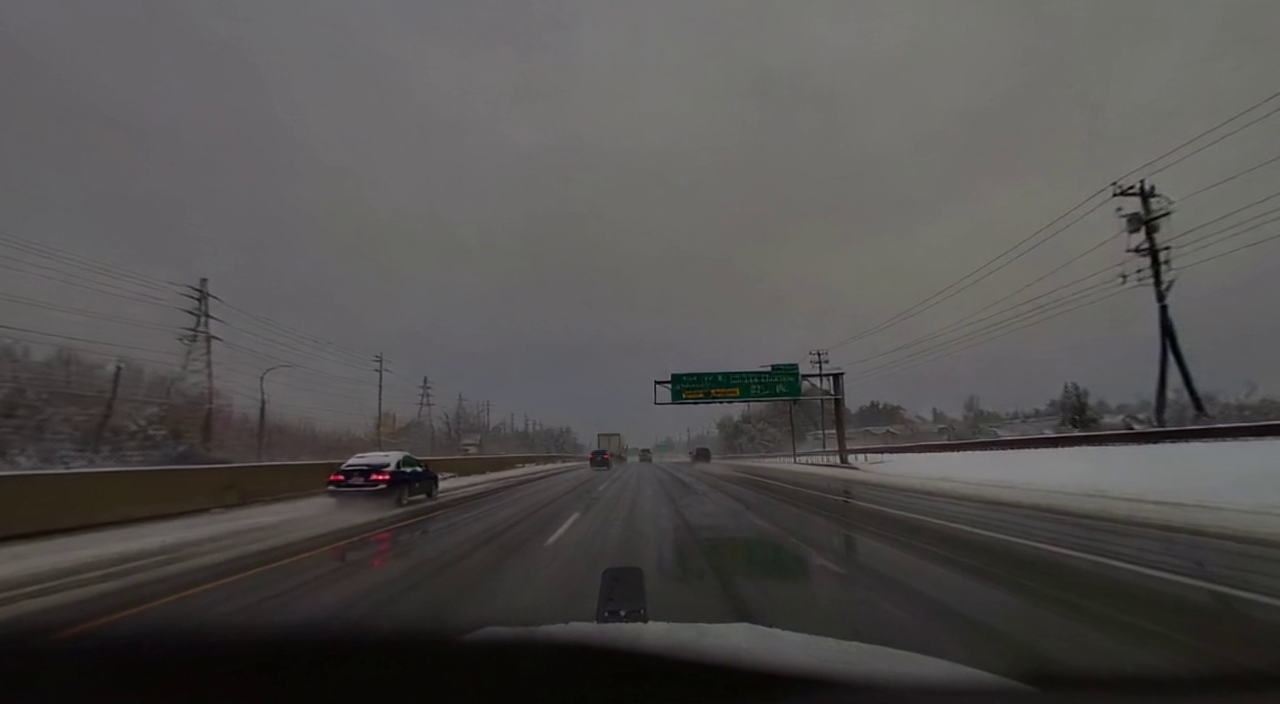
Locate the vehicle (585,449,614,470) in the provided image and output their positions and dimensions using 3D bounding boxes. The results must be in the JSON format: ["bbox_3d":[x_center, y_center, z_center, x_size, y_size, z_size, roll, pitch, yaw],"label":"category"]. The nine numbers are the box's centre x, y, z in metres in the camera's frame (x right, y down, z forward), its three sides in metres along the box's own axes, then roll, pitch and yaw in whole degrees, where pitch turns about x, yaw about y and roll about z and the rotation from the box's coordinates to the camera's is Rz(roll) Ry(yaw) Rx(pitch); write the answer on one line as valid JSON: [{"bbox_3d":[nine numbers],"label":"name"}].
[{"bbox_3d":[-3.084,8.262,48.577,2.004,1.498,4.043,0,-9,0],"label":"vehicle"}]

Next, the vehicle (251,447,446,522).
[{"bbox_3d":[-6.476,2.984,14.844,2.127,1.446,5.008,0,-9,1],"label":"vehicle"}]

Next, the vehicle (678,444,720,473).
[{"bbox_3d":[3.859,7.048,41.816,2.214,1.799,4.627,0,-9,-1],"label":"vehicle"}]
